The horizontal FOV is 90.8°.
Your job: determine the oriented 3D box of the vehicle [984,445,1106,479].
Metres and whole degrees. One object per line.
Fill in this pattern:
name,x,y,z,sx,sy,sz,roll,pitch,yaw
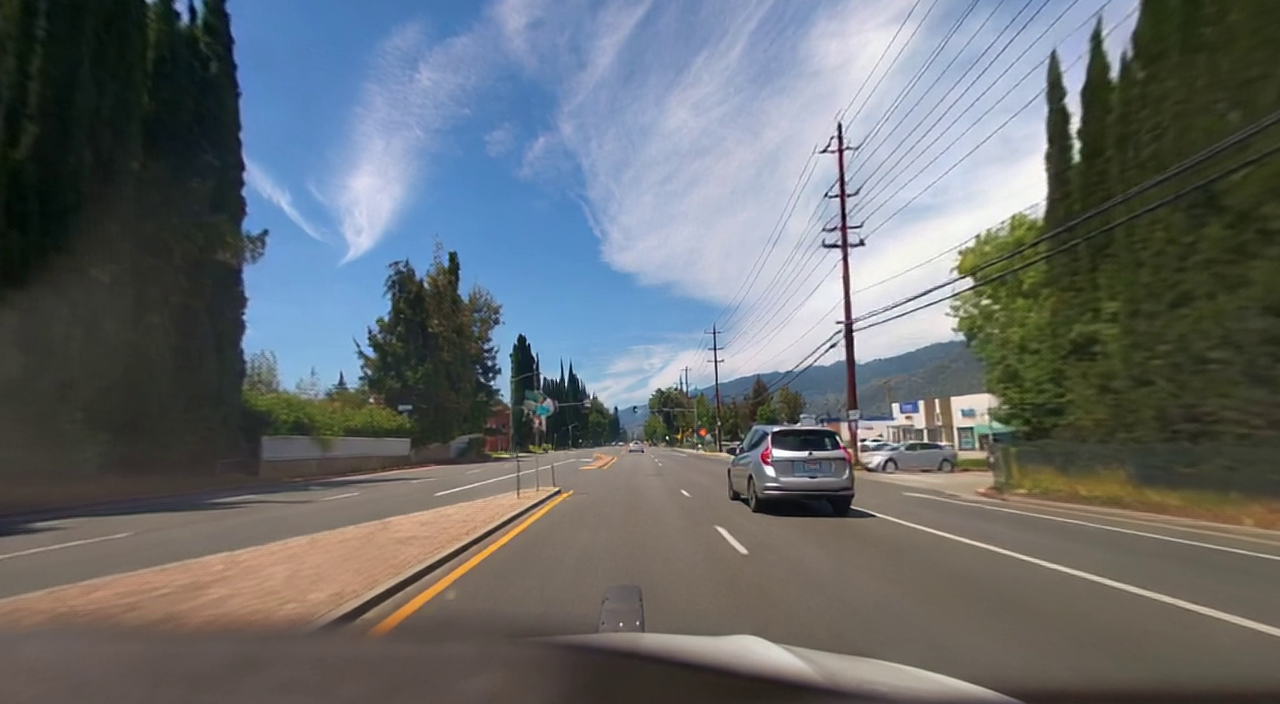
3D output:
vehicle,18.545,5.037,29.094,4.208,1.434,2.021,0,-8,0

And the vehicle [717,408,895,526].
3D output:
vehicle,2.888,2.147,12.300,2.060,1.820,4.713,0,-8,-1

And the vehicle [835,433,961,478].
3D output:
vehicle,11.716,4.740,28.947,4.801,1.802,2.022,-2,-9,-2
